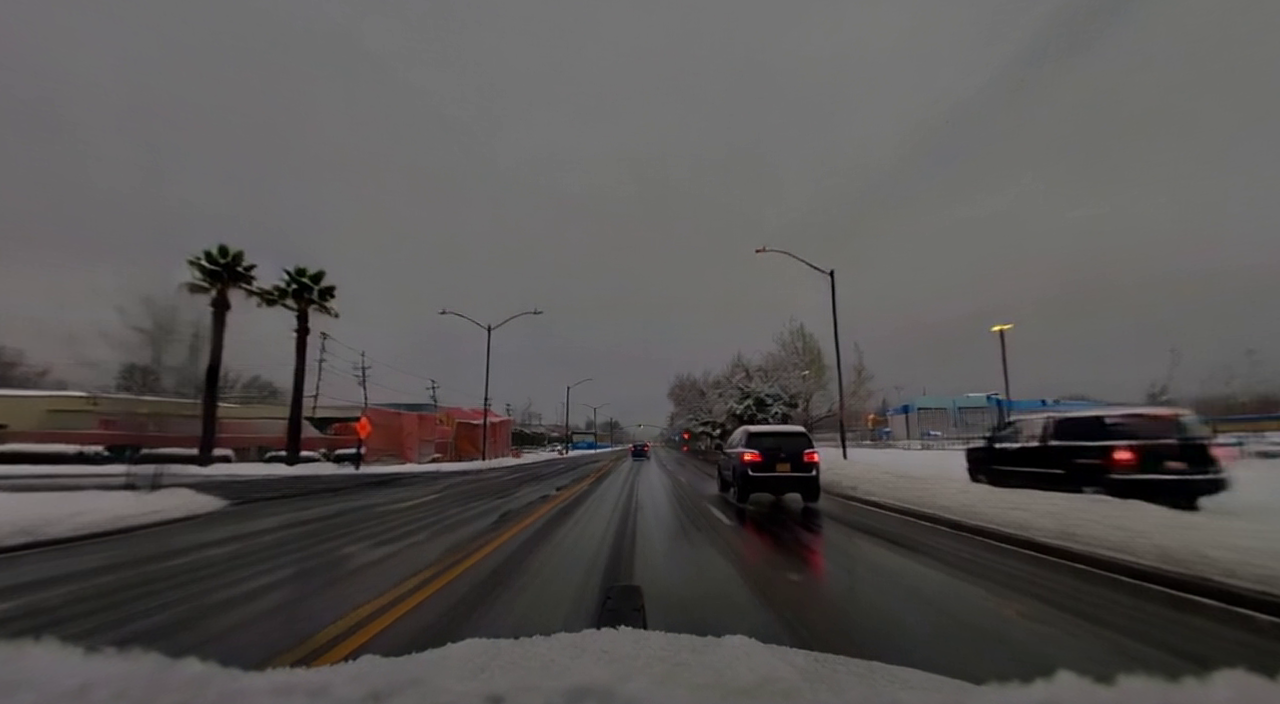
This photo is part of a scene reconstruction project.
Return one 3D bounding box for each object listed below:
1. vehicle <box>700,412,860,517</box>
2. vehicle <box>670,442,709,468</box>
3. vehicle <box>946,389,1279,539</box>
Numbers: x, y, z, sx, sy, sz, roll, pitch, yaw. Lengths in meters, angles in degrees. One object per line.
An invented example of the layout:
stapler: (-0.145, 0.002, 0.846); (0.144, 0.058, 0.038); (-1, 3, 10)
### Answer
vehicle: (2.910, 2.538, 14.698); (2.386, 1.970, 5.665); (0, -8, -1)
vehicle: (3.157, 6.662, 40.750); (2.148, 1.562, 4.642); (0, -8, 0)
vehicle: (10.724, 2.495, 14.939); (2.799, 2.593, 7.710); (-1, -8, -1)
